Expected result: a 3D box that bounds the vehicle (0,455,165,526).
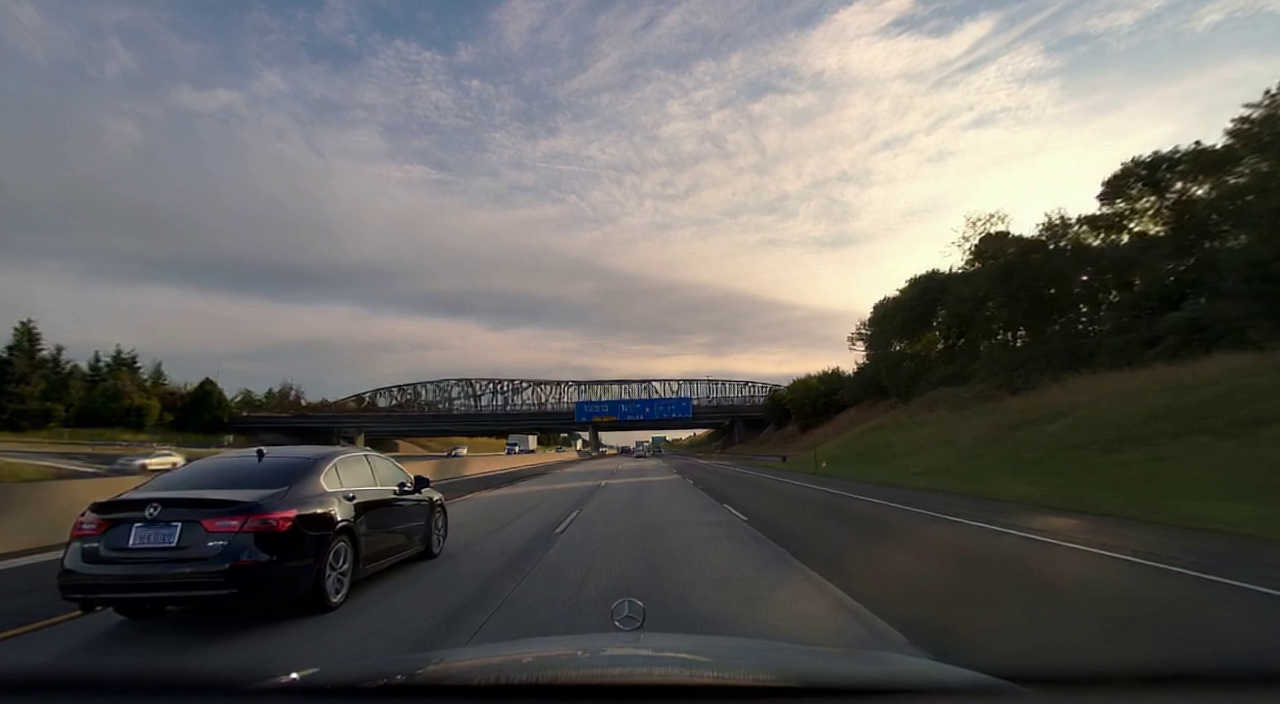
[{"bbox_3d":[-14.952,3.429,16.182,1.836,1.495,4.668,0,-9,0],"label":"vehicle"}]
